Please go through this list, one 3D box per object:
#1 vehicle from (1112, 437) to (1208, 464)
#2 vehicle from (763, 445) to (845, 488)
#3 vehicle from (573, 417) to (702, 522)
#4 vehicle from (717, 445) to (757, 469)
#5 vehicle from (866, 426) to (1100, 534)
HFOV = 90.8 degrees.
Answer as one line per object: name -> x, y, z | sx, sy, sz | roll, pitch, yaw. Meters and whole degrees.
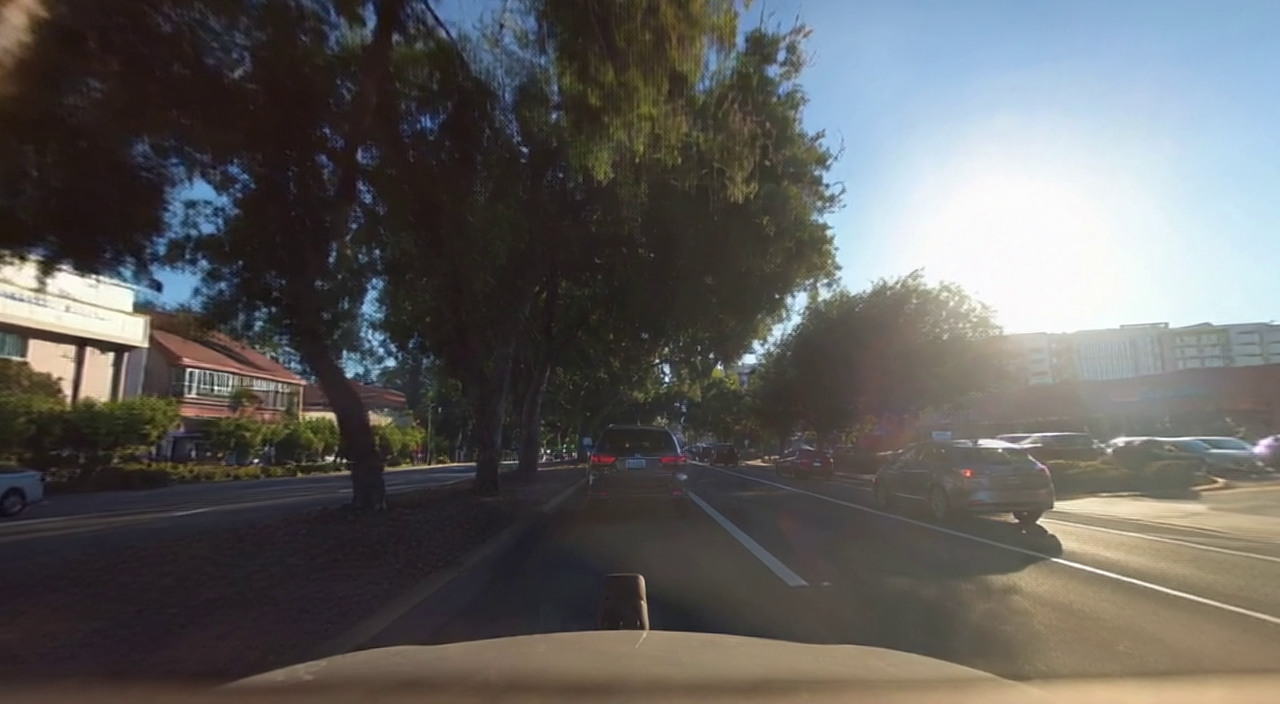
vehicle -> 33.235, 6.327, 40.569 | 1.959, 1.580, 4.873 | 0, -9, 0
vehicle -> 6.461, 4.530, 25.450 | 2.035, 1.553, 4.465 | 0, -9, -1
vehicle -> -0.054, 2.447, 13.612 | 2.320, 1.880, 4.192 | 0, -9, 0
vehicle -> 6.535, 7.105, 43.004 | 1.914, 1.523, 4.287 | 0, -9, -2
vehicle -> 6.300, 2.388, 12.374 | 2.056, 1.703, 4.428 | 0, -9, 0
